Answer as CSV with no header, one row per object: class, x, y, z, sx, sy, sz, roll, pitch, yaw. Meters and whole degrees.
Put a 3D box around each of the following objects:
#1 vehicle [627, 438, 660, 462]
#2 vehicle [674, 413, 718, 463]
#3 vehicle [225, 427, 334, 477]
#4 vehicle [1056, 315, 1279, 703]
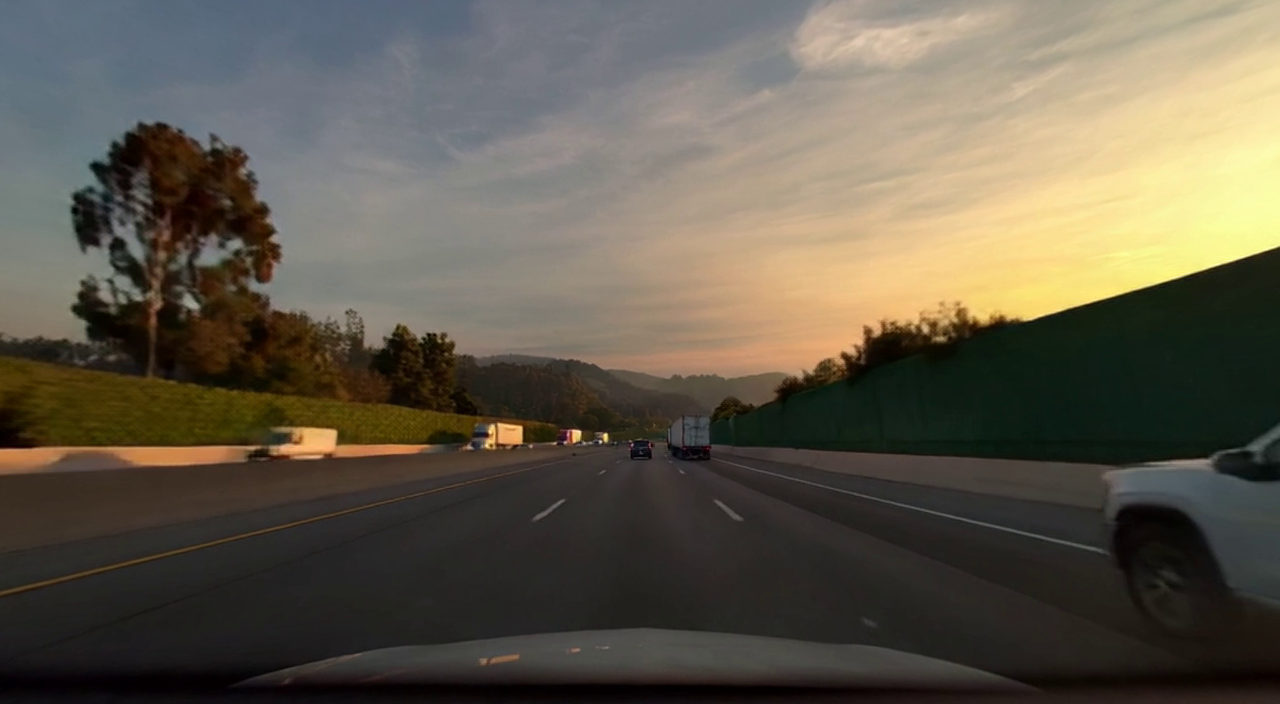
vehicle,0.261,7.498,48.472,2.389,1.760,4.473,0,-8,0
vehicle,4.079,6.539,47.625,2.742,3.383,8.285,0,-8,1
vehicle,-17.508,4.880,30.982,2.201,2.226,5.156,0,-8,1
vehicle,4.302,0.645,2.096,2.209,1.943,5.262,0,-8,0
